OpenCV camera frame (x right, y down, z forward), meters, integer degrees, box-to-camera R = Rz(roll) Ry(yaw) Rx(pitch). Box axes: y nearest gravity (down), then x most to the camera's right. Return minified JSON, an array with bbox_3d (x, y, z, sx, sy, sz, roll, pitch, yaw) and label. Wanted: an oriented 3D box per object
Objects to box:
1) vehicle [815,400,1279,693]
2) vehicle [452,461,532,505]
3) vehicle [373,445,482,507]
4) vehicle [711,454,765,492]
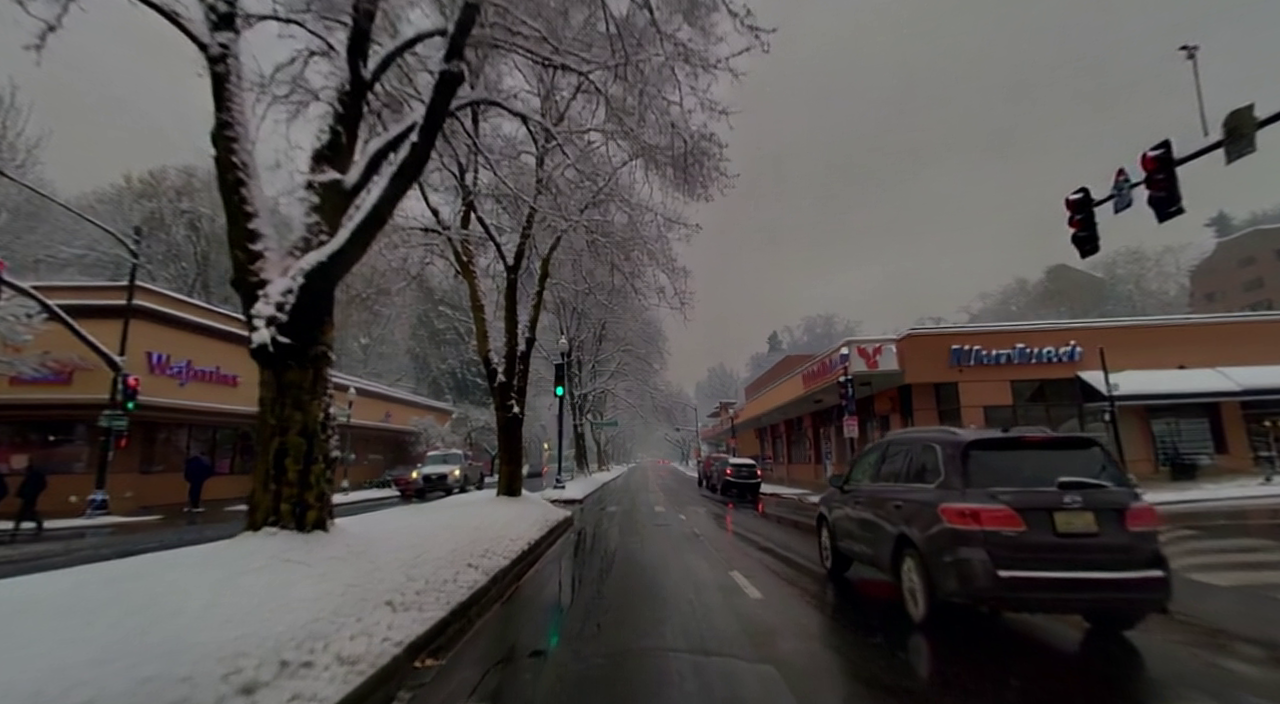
[{"bbox_3d":[2.739,1.318,5.083,1.822,1.654,2.794,0,-8,0],"label":"vehicle"},{"bbox_3d":[-5.729,5.122,25.020,1.983,1.438,4.559,0,-8,1],"label":"vehicle"},{"bbox_3d":[-8.753,5.107,26.769,2.489,2.323,5.843,0,-8,1],"label":"vehicle"},{"bbox_3d":[5.200,6.479,34.143,2.010,1.844,4.386,0,-8,-2],"label":"vehicle"}]
